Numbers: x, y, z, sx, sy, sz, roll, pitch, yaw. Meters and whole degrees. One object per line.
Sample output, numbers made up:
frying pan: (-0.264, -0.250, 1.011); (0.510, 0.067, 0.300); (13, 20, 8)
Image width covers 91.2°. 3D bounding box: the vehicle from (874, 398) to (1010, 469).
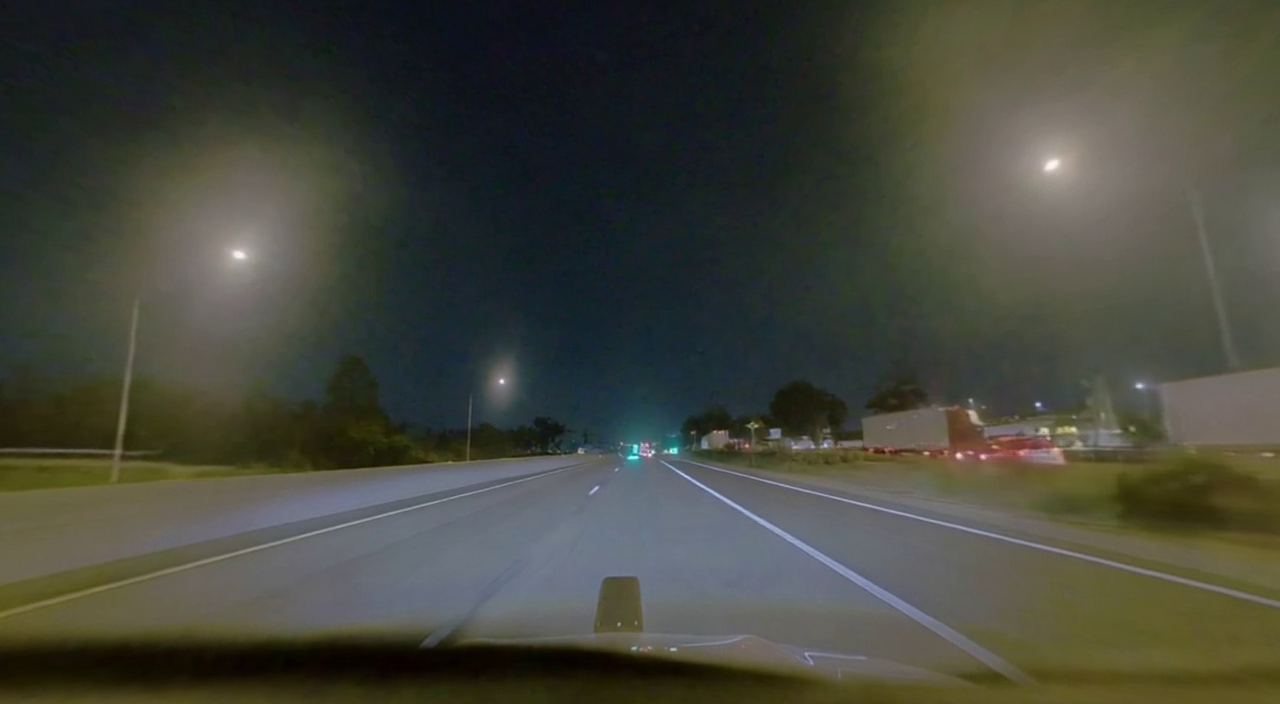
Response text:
vehicle: (21.021, 5.959, 45.284); (2.849, 4.148, 14.184); (-3, -8, 1)
